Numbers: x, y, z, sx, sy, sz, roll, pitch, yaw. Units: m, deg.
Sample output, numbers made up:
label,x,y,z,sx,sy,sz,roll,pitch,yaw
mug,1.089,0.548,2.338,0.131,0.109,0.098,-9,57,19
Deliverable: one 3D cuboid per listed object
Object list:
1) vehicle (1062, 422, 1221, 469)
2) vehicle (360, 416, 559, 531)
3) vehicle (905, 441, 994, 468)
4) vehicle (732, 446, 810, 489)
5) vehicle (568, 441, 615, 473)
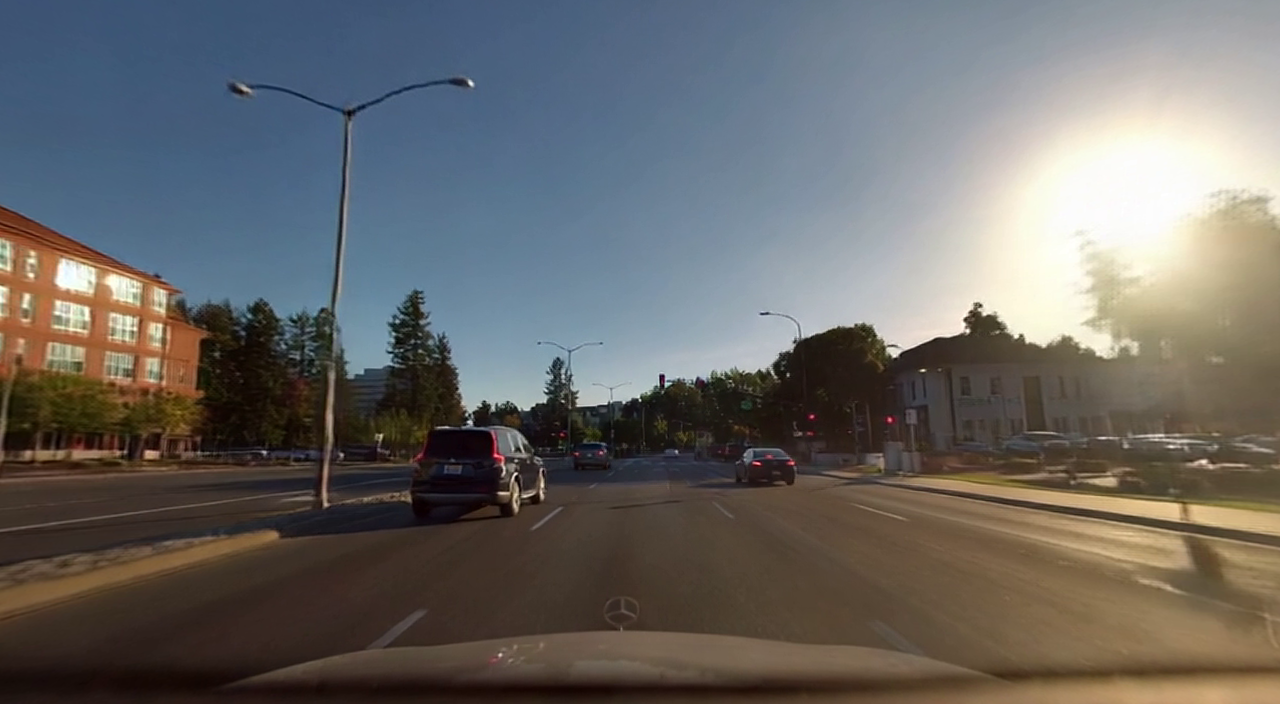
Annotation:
label,x,y,z,sx,sy,sz,roll,pitch,yaw
vehicle,27.747,5.273,35.534,2.943,2.298,7.374,0,-9,1
vehicle,-3.320,2.409,13.158,2.450,1.866,5.416,0,-9,1
vehicle,19.867,6.555,40.632,4.972,1.547,2.226,2,-10,-21
vehicle,4.836,4.323,23.983,1.960,1.471,4.378,0,-9,-1
vehicle,-2.884,6.376,38.669,2.305,1.833,4.912,-1,-9,3
